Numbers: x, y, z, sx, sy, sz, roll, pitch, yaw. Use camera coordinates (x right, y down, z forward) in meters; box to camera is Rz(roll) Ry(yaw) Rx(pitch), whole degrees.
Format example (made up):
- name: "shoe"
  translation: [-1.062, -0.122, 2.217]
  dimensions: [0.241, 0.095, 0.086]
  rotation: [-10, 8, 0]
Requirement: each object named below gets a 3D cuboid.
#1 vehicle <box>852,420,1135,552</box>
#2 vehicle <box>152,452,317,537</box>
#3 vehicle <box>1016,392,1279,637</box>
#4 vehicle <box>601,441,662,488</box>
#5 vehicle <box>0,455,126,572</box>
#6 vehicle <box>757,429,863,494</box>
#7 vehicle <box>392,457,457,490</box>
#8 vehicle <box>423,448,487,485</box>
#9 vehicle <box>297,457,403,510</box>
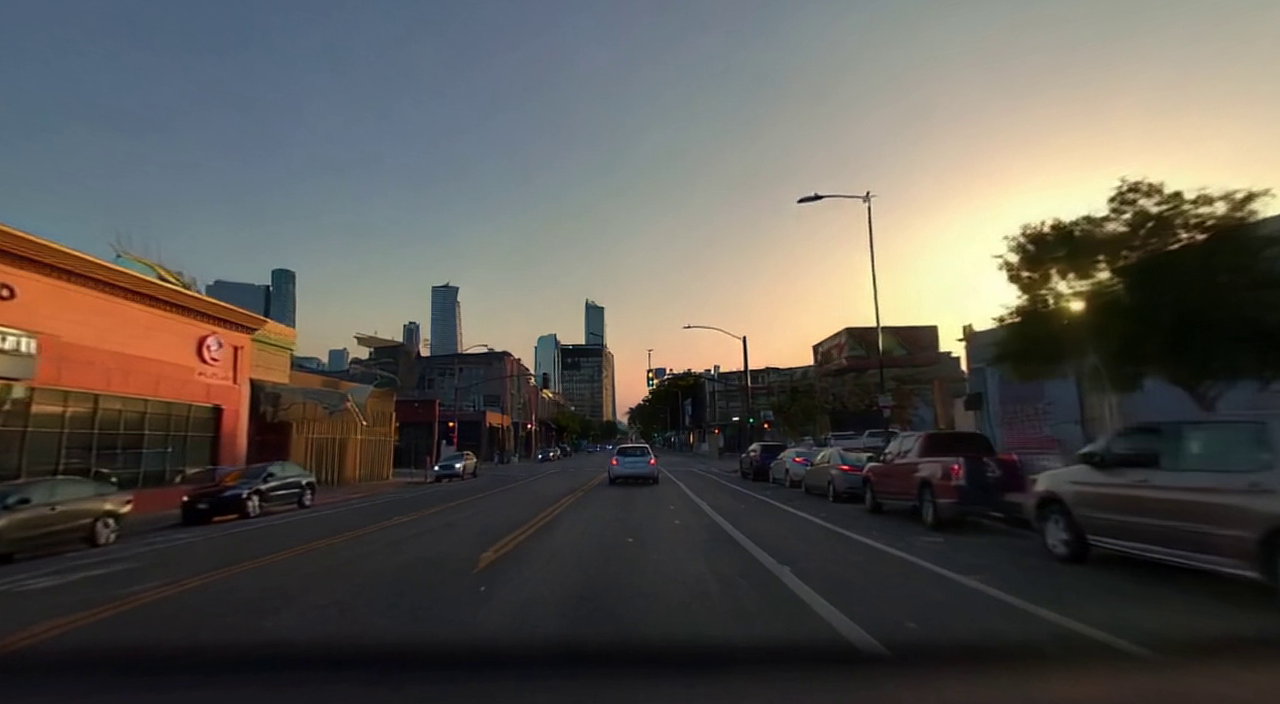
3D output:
- name: "vehicle"
  translation: [5.823, 2.261, 11.504]
  dimensions: [1.957, 1.806, 5.369]
  rotation: [0, -9, -1]
- name: "vehicle"
  translation: [-11.419, 3.949, 18.250]
  dimensions: [1.872, 1.731, 4.656]
  rotation: [-4, -6, -2]
- name: "vehicle"
  translation: [5.702, 1.320, 5.492]
  dimensions: [1.950, 1.788, 4.658]
  rotation: [0, -9, 0]
- name: "vehicle"
  translation: [-0.319, 4.179, 23.740]
  dimensions: [2.086, 1.575, 4.205]
  rotation: [0, -9, -1]
- name: "vehicle"
  translation: [-11.207, 2.769, 10.335]
  dimensions: [2.055, 1.685, 4.370]
  rotation: [-5, -6, -1]
- name: "vehicle"
  translation: [5.666, 3.731, 21.837]
  dimensions: [2.201, 1.972, 4.845]
  rotation: [0, -9, -1]
- name: "vehicle"
  translation: [-11.203, 6.334, 33.148]
  dimensions: [1.868, 1.502, 4.626]
  rotation: [0, -9, -1]
- name: "vehicle"
  translation: [-11.380, 7.047, 39.365]
  dimensions: [2.240, 2.052, 5.872]
  rotation: [0, -9, 0]
- name: "vehicle"
  translation: [-11.213, 5.074, 24.831]
  dimensions: [1.920, 1.498, 4.591]
  rotation: [-5, -6, 2]
